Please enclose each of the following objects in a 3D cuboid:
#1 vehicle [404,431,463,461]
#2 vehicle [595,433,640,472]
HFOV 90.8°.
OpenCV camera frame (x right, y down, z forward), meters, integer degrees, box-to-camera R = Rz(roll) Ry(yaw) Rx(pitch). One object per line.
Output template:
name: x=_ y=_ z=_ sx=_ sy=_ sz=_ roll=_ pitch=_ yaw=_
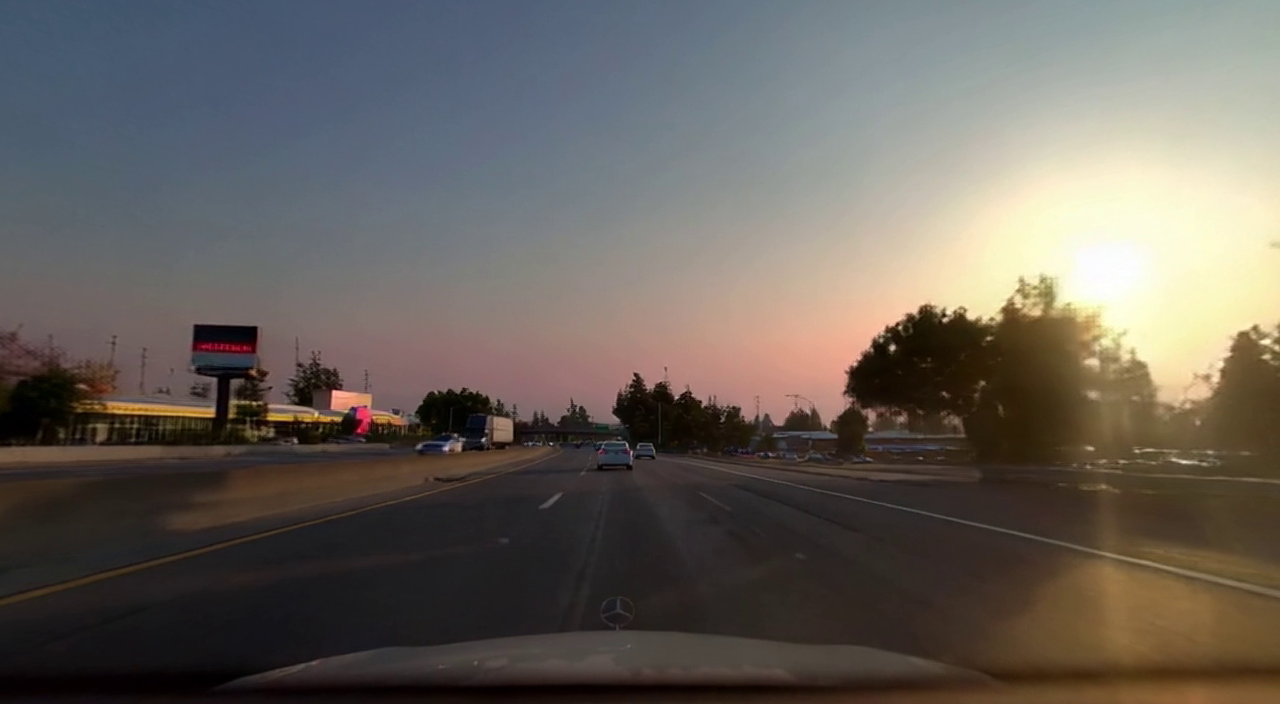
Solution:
vehicle: x=-12.533 y=5.783 z=38.701 sx=2.089 sy=1.685 sz=4.849 roll=0 pitch=-9 yaw=-2
vehicle: x=-1.242 y=5.248 z=33.042 sx=2.155 sy=1.856 sz=4.796 roll=0 pitch=-9 yaw=-3
